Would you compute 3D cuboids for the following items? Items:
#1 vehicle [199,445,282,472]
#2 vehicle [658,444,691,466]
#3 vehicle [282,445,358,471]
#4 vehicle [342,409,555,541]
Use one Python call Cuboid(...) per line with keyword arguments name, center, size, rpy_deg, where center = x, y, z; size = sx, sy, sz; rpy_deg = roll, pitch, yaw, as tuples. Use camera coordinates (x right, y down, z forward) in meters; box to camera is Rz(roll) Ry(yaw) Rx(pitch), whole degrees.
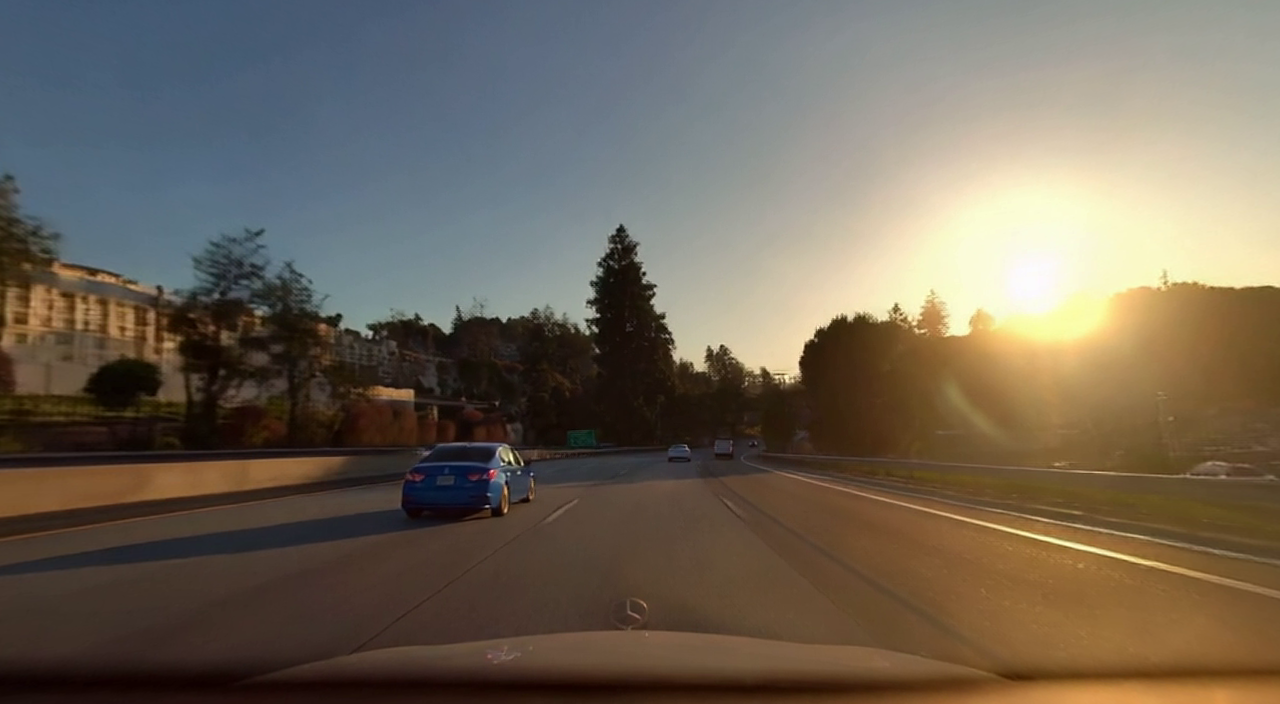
Cuboid(name="vehicle", center=(-23.377, 6.214, 37.106), size=(1.808, 1.495, 4.294), rpy_deg=(-1, -9, 4))
Cuboid(name="vehicle", center=(2.433, 7.139, 43.931), size=(2.158, 1.458, 3.656), rpy_deg=(0, -9, 4))
Cuboid(name="vehicle", center=(-19.296, 6.381, 38.277), size=(1.902, 1.478, 4.631), rpy_deg=(0, -9, 4))
Cuboid(name="vehicle", center=(-3.015, 2.080, 11.313), size=(2.185, 1.823, 4.854), rpy_deg=(0, -9, 1))
